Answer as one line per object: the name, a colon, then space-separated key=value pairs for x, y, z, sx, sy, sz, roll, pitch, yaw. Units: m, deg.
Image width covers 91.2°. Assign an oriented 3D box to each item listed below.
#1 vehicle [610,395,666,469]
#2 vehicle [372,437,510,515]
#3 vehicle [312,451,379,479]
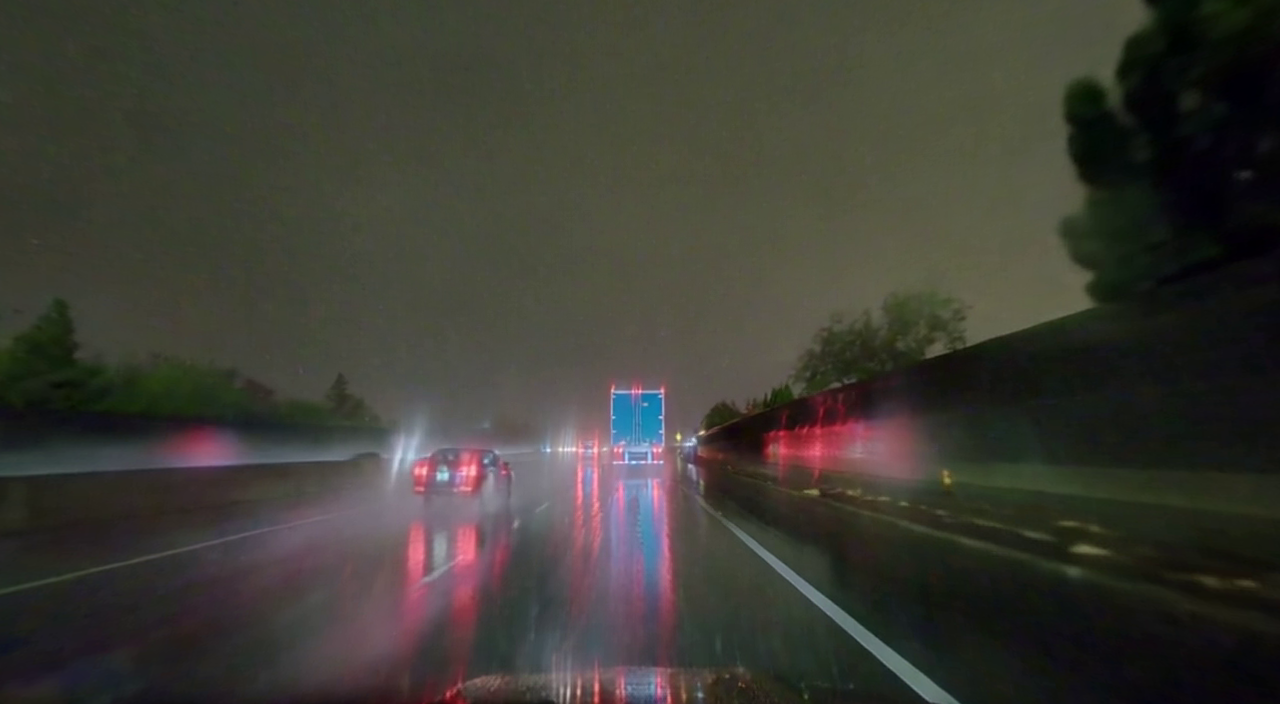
vehicle: x=-0.166 y=5.301 z=40.384 sx=3.123 sy=4.094 sz=10.812 roll=0 pitch=-9 yaw=-1
vehicle: x=-4.330 y=2.746 z=14.317 sx=1.895 sy=1.500 sz=3.808 roll=0 pitch=-9 yaw=0
vehicle: x=-17.286 y=6.645 z=37.069 sx=1.864 sy=1.503 sz=4.270 roll=0 pitch=-9 yaw=0
